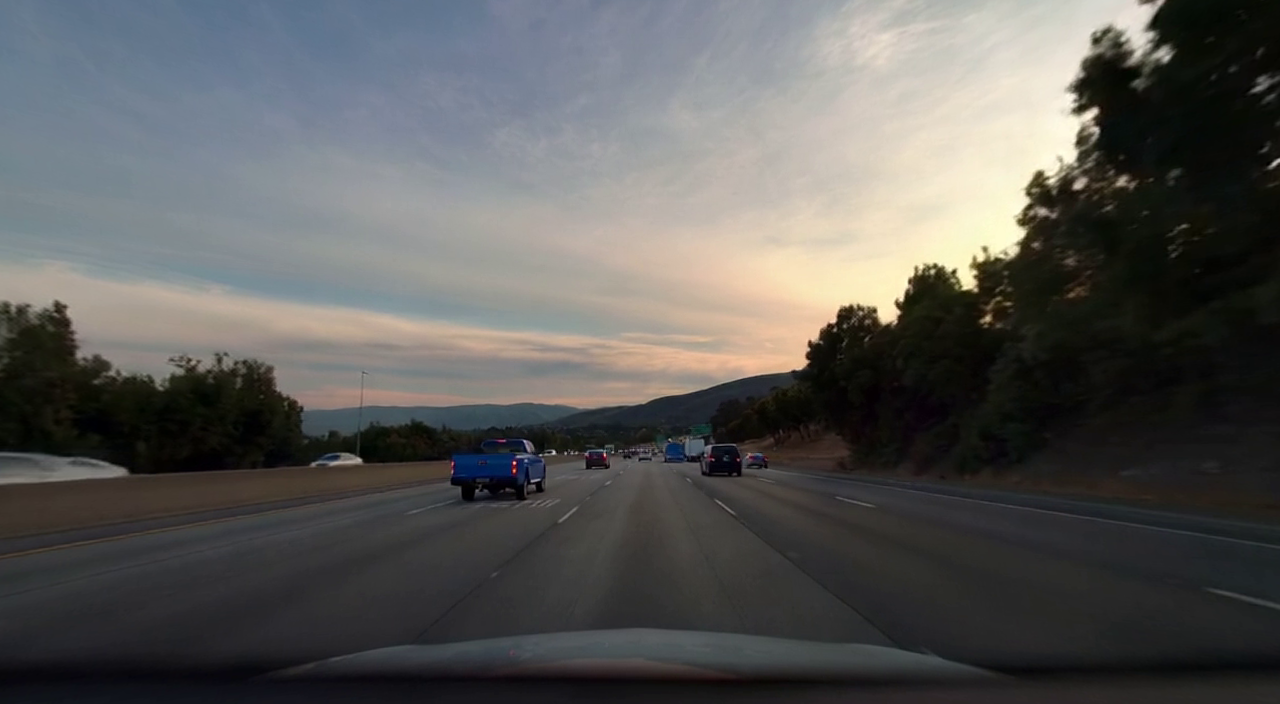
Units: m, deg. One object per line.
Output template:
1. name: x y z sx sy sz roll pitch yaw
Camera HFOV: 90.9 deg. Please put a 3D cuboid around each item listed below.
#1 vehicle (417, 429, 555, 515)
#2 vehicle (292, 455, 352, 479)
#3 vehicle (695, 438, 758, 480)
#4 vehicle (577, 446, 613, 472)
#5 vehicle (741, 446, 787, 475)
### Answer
1. vehicle: -3.745 3.011 16.506 2.227 1.853 5.161 -1 -8 1
2. vehicle: -21.300 7.701 42.463 1.803 1.482 4.419 0 -8 -1
3. vehicle: 4.397 5.542 33.043 2.424 1.952 5.611 0 -8 -1
4. vehicle: -3.227 7.797 46.327 2.235 1.785 4.386 -1 -8 1
5. vehicle: 8.033 7.038 41.309 2.104 1.724 4.701 0 -8 0
